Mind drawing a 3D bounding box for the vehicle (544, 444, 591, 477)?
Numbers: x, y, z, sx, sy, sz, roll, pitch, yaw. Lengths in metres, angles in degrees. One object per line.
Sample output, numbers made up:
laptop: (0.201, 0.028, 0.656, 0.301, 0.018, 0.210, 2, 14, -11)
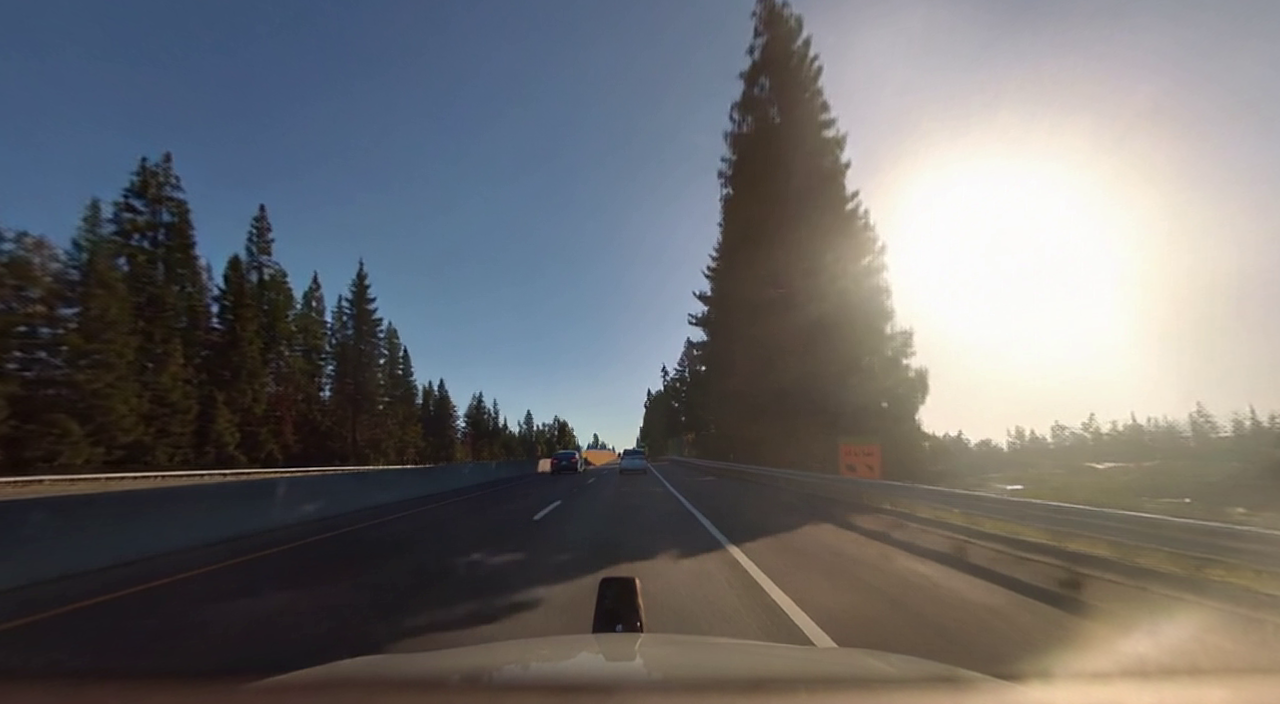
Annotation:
vehicle: (-4.040, 6.154, 35.862, 2.130, 1.741, 4.665, 0, -9, 0)

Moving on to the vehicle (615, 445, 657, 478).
vehicle: (-0.194, 5.930, 34.301, 2.130, 1.684, 3.826, 0, -9, 0)
